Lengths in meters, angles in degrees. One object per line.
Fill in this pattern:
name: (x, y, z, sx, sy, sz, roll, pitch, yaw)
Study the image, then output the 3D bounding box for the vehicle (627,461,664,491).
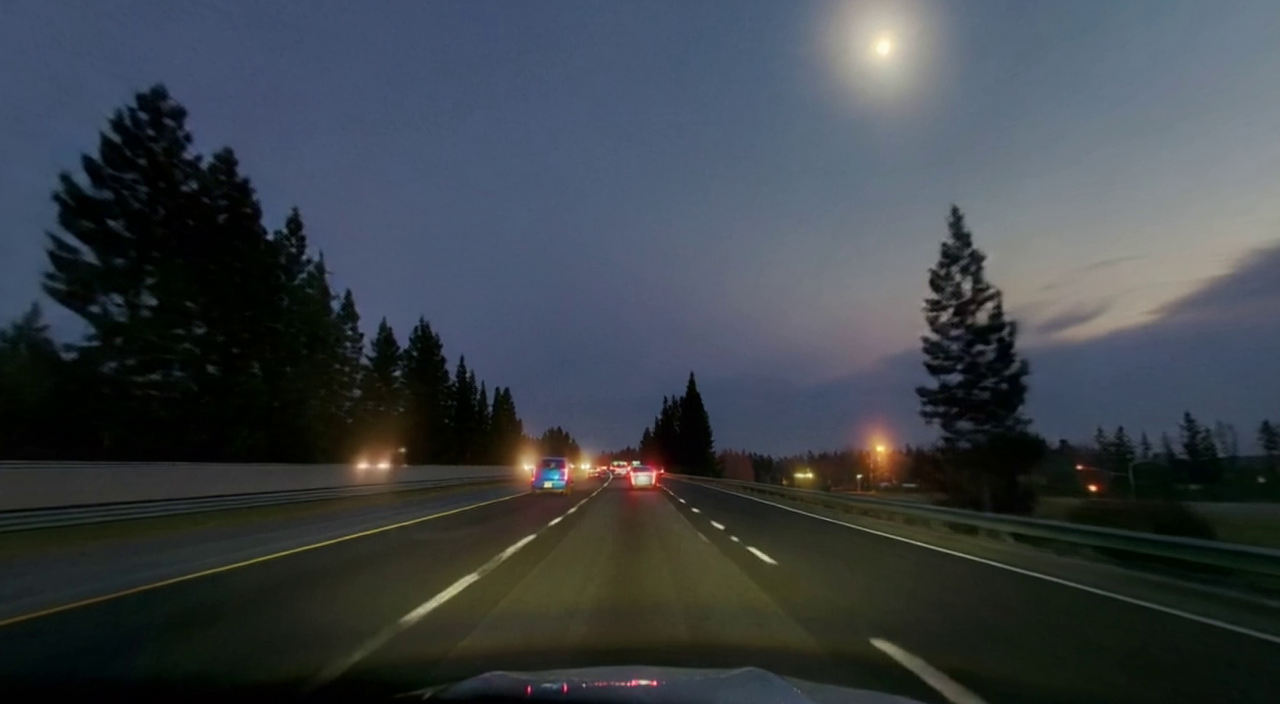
vehicle: (0.283, 6.976, 35.419, 1.905, 1.559, 3.491, 1, -10, -2)

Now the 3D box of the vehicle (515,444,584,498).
vehicle: (-3.825, 5.187, 27.619, 2.237, 2.113, 4.815, 0, -10, 1)
